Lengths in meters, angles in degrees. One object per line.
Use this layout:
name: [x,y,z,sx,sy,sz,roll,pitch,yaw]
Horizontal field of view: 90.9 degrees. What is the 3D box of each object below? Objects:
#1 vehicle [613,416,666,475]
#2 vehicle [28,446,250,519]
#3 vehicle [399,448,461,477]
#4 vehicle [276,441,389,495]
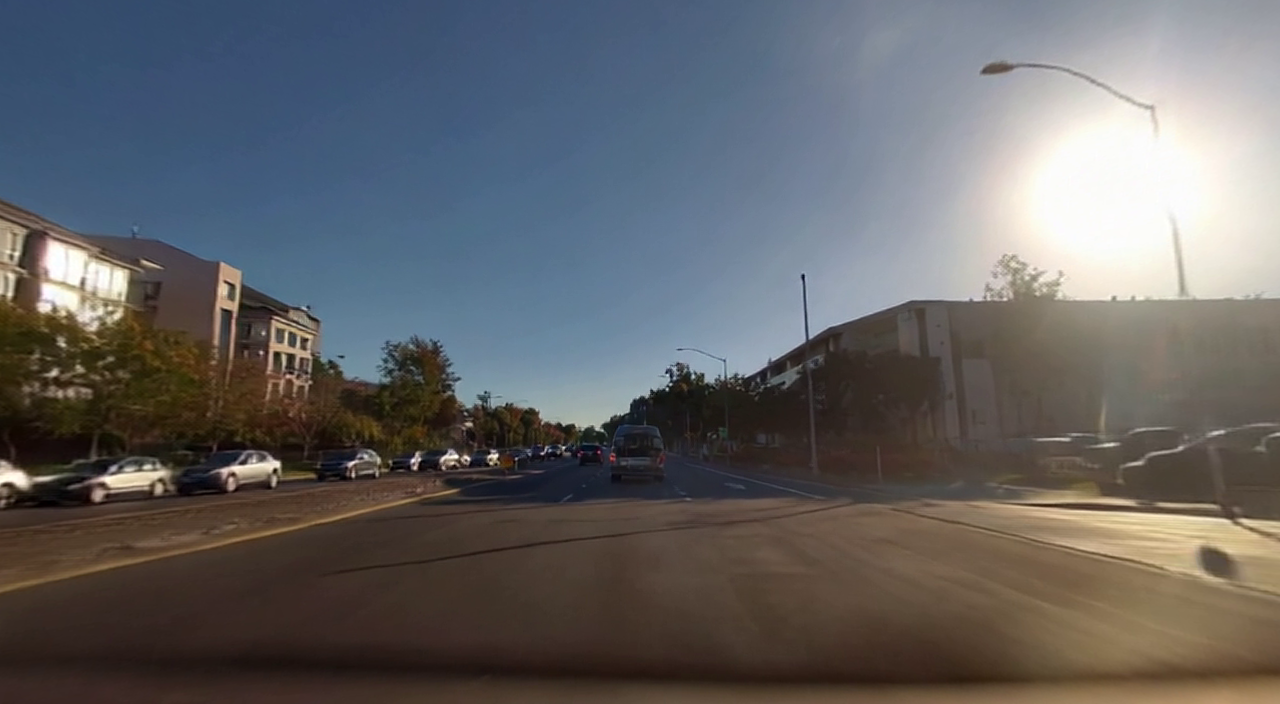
vehicle: [-0.167,5.775,39.112,2.843,3.120,10.422,0,-8,-2]
vehicle: [-12.990,3.349,16.880,1.960,1.627,4.784,0,-8,1]
vehicle: [-11.979,6.303,36.246,1.935,1.467,4.451,-1,-8,2]
vehicle: [-12.475,4.674,25.982,2.068,1.747,5.040,-4,-7,1]
